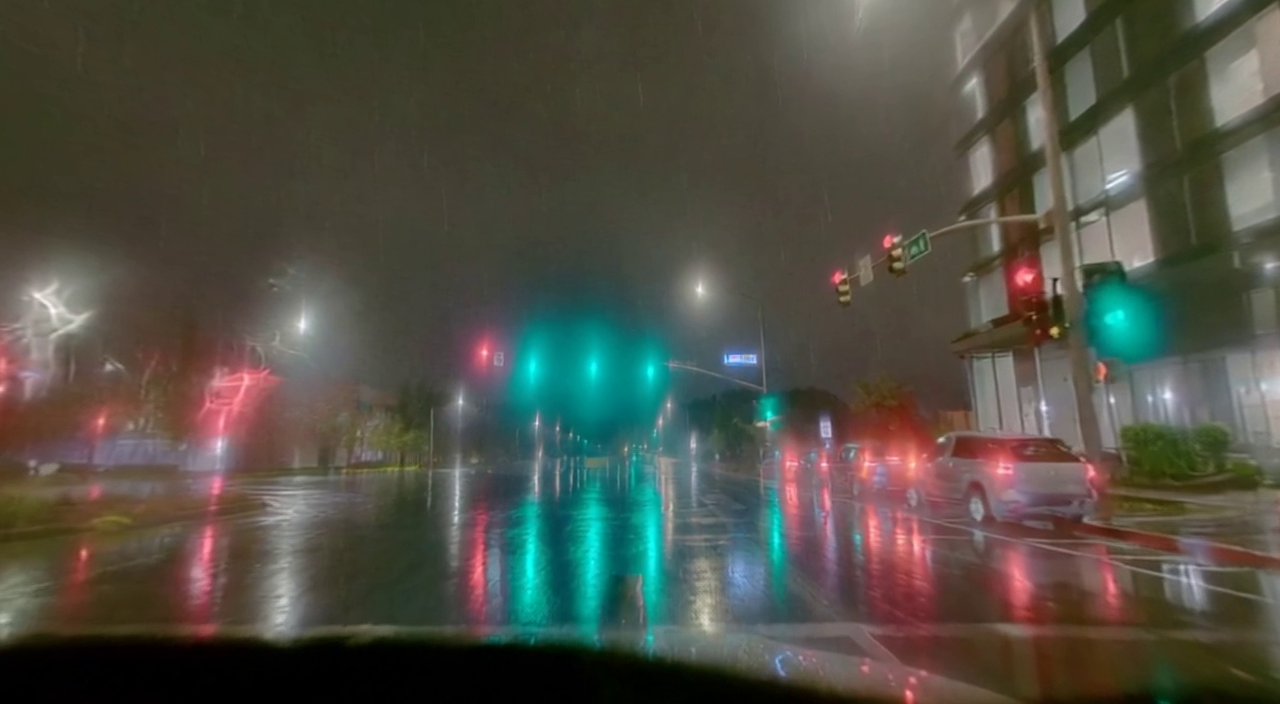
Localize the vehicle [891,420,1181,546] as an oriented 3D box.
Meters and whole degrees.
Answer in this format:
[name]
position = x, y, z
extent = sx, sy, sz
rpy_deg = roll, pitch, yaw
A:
[vehicle]
position = 6.495, 2.194, 11.204
extent = 1.984, 1.751, 4.759
rpy_deg = 0, -9, -1
